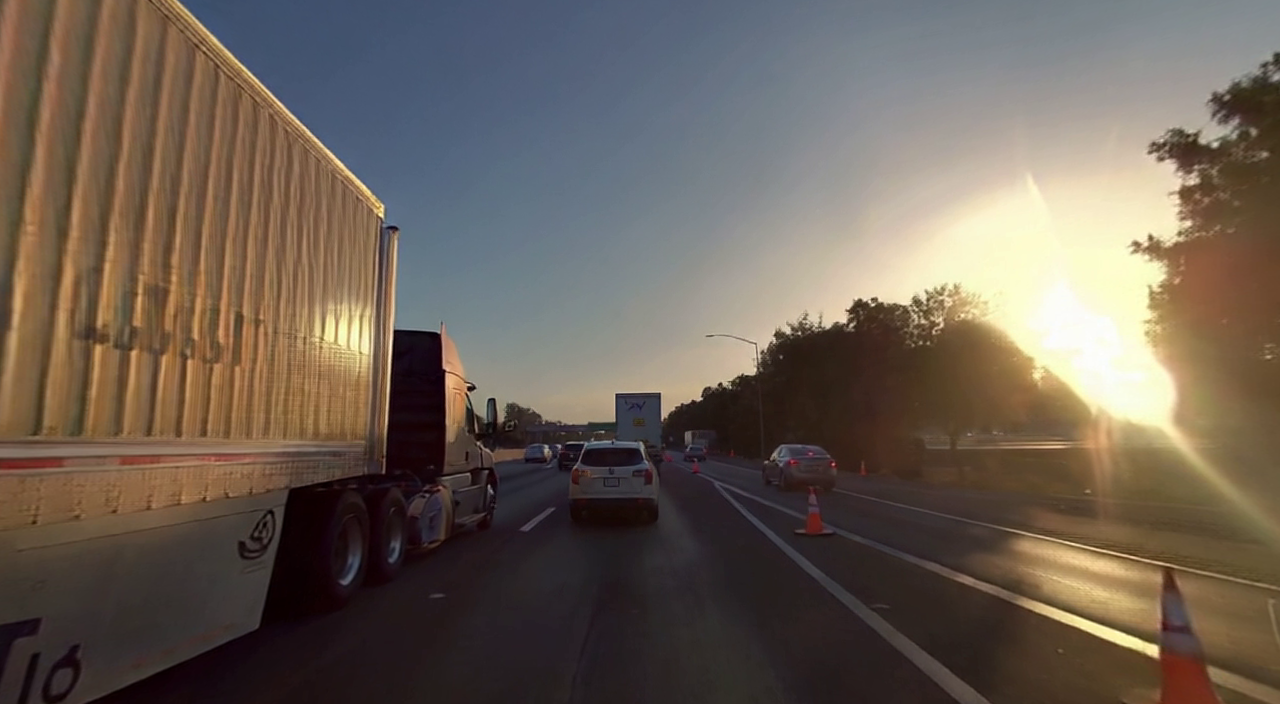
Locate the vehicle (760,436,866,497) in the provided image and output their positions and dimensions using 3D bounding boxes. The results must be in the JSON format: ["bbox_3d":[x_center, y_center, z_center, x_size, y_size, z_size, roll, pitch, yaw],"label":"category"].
[{"bbox_3d":[4.965,3.331,18.701,1.937,1.601,3.798,0,-9,-2],"label":"vehicle"}]

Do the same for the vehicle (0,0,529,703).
[{"bbox_3d":[-3.691,-0.008,4.701,2.857,4.063,16.026,0,-8,0],"label":"vehicle"}]

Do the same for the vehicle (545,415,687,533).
[{"bbox_3d":[-0.354,2.163,11.661,2.152,1.779,3.924,0,-9,0],"label":"vehicle"}]
